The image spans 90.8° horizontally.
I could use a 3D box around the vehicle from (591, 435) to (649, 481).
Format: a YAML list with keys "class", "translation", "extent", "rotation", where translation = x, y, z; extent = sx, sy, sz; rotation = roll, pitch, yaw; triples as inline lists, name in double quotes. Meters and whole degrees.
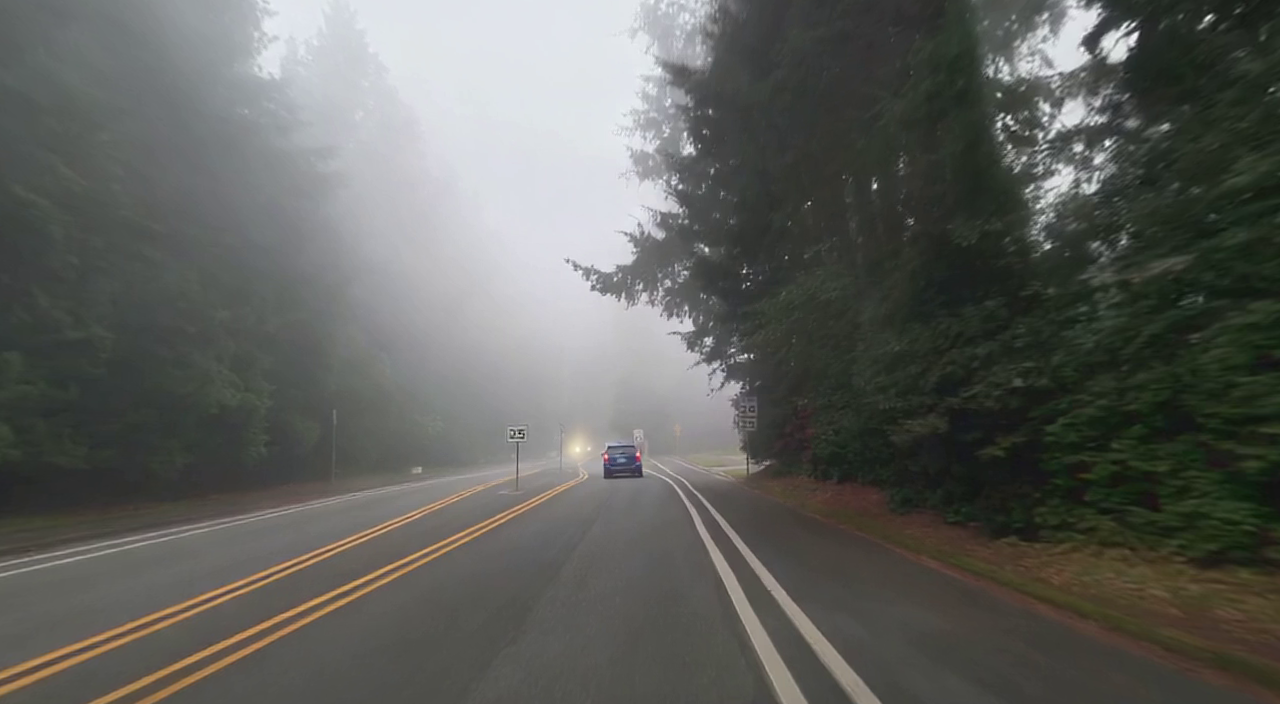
- class: "vehicle"
  translation: [-0.849, 4.330, 25.948]
  extent: [2.216, 1.708, 4.110]
  rotation: [1, -9, -3]
